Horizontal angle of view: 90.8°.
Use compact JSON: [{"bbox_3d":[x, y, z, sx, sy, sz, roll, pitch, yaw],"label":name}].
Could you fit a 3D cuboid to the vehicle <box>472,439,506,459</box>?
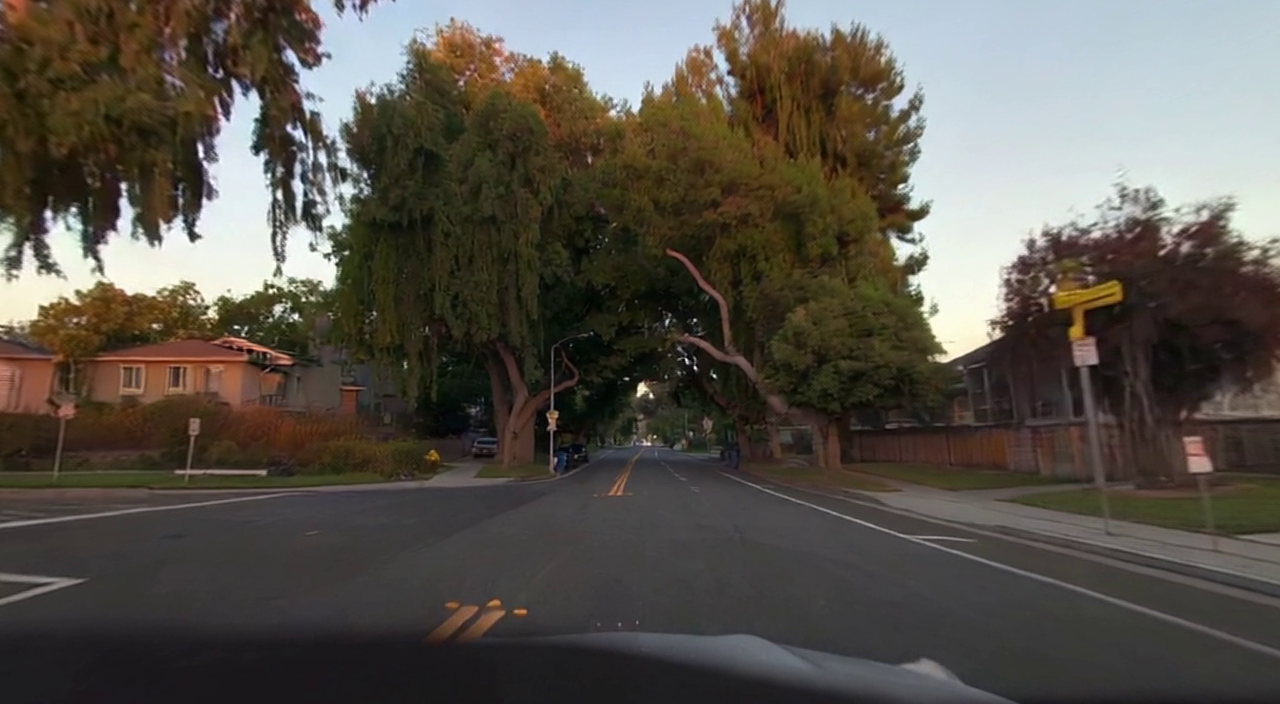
[{"bbox_3d":[-11.422,7.357,47.939,1.821,1.507,3.621,0,-9,-3],"label":"vehicle"}]
